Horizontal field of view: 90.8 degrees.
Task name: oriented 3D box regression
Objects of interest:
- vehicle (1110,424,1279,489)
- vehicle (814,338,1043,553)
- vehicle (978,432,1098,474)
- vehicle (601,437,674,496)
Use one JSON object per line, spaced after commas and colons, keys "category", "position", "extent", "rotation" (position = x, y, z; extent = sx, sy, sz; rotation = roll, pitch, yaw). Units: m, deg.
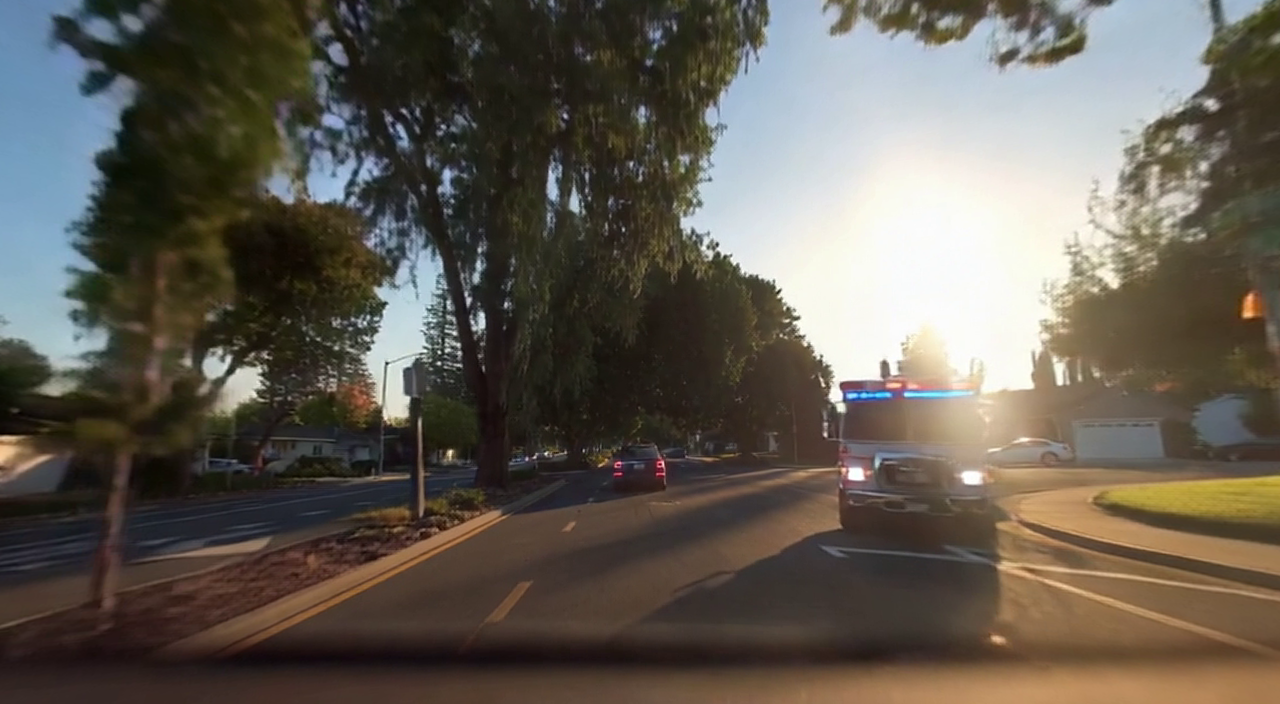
{"category": "vehicle", "position": [17.739, 3.093, 18.893], "extent": [5.559, 1.800, 2.055], "rotation": [-3, -9, 28]}
{"category": "vehicle", "position": [5.169, 1.734, 11.549], "extent": [2.654, 2.824, 5.794], "rotation": [-7, -10, 24]}
{"category": "vehicle", "position": [19.634, 5.010, 31.287], "extent": [4.598, 1.702, 2.027], "rotation": [-13, -14, 38]}
{"category": "vehicle", "position": [-0.039, 3.546, 19.953], "extent": [2.106, 1.655, 3.717], "rotation": [0, -8, 1]}
